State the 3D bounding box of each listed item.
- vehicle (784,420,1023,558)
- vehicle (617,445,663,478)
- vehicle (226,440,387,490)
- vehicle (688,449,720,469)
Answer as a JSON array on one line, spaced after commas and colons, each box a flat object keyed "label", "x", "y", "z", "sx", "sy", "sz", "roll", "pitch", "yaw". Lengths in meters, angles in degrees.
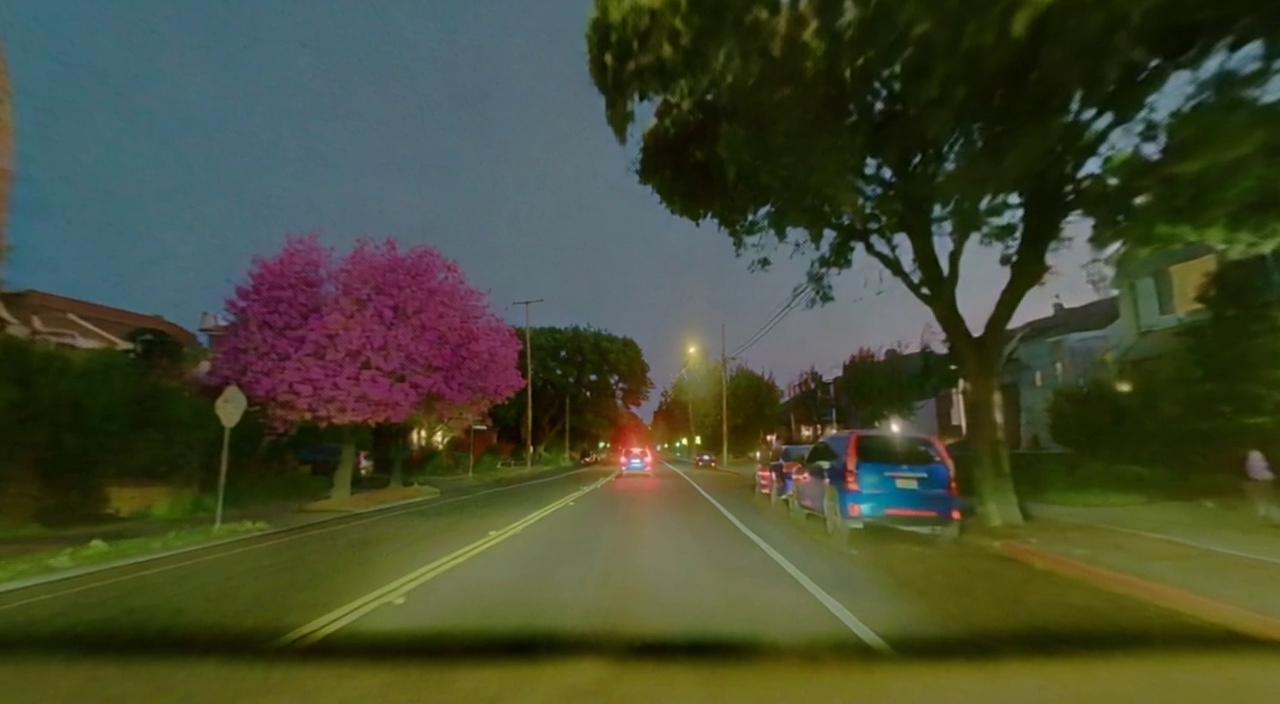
[{"label": "vehicle", "x": 4.139, "y": 2.231, "z": 11.079, "sx": 2.100, "sy": 1.830, "sz": 5.040, "roll": 0, "pitch": -9, "yaw": 1}, {"label": "vehicle", "x": 0.031, "y": 5.315, "z": 30.929, "sx": 2.104, "sy": 1.500, "sz": 3.815, "roll": 0, "pitch": -9, "yaw": 1}, {"label": "vehicle", "x": -15.422, "y": 5.301, "z": 29.414, "sx": 6.278, "sy": 1.911, "sz": 2.173, "roll": -3, "pitch": -10, "yaw": -1}, {"label": "vehicle", "x": 4.971, "y": 8.411, "z": 49.637, "sx": 1.977, "sy": 1.481, "sz": 5.155, "roll": 0, "pitch": -9, "yaw": 0}]
